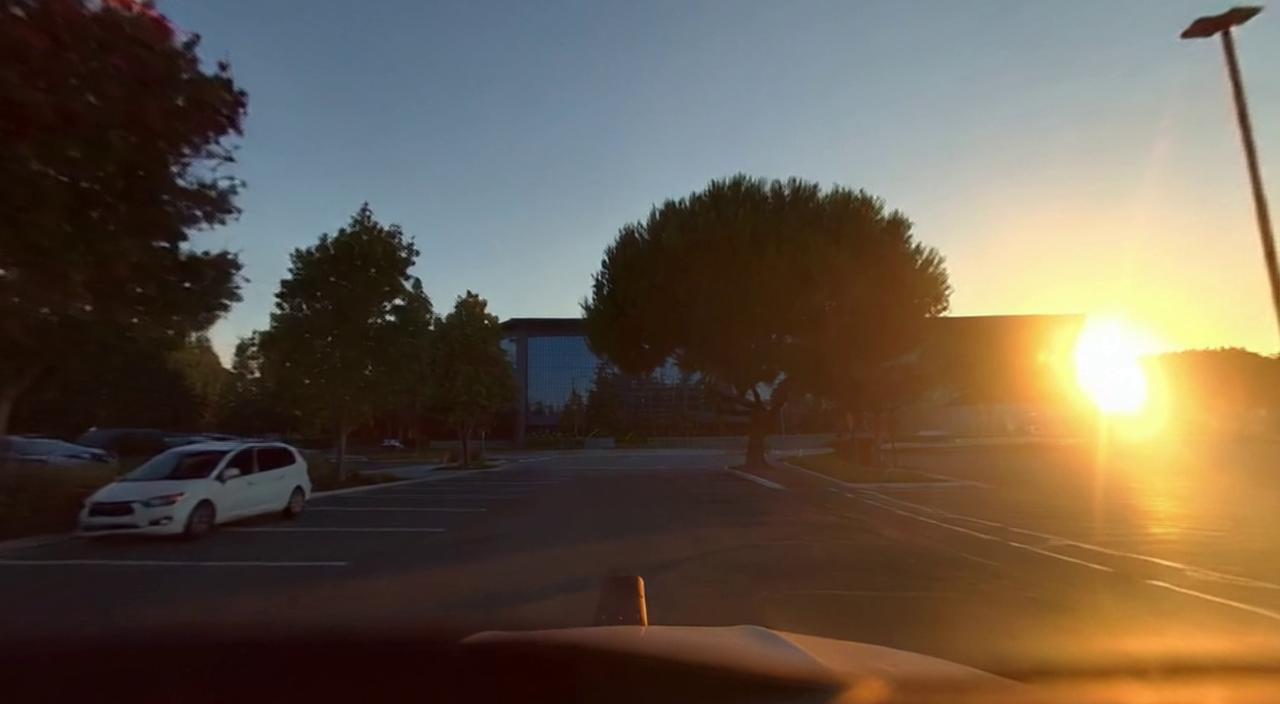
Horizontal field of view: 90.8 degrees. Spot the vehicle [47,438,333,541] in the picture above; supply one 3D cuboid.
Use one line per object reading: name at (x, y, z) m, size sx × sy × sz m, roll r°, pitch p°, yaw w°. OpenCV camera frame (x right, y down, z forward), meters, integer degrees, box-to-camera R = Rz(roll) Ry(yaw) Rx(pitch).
vehicle at (-8.896, 2.699, 13.299) m, size 2.360 × 1.741 × 4.912 m, roll 0°, pitch -8°, yaw 1°
